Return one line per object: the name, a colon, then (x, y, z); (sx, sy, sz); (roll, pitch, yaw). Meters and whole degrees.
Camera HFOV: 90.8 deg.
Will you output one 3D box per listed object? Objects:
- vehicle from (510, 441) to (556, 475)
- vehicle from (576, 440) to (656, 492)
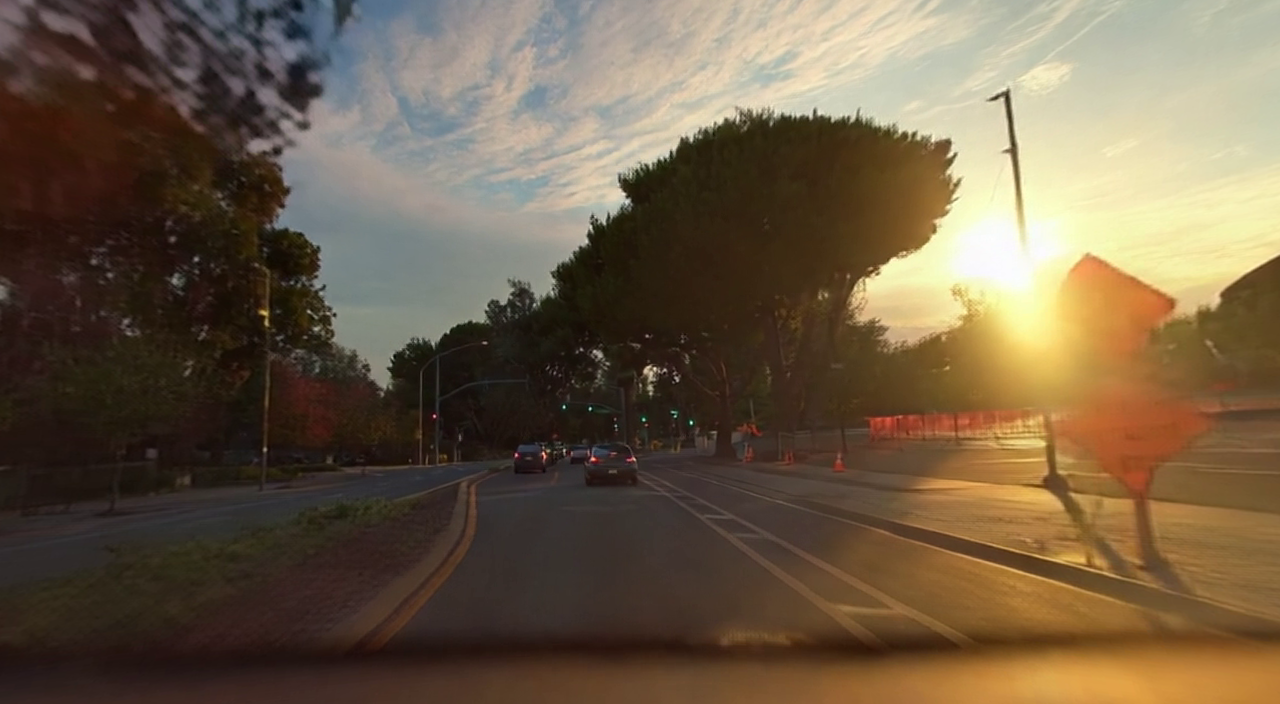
vehicle: (-5.672, 5.664, 34.045); (2.077, 1.665, 4.206); (1, -9, -5)
vehicle: (-0.943, 3.734, 21.121); (2.266, 1.508, 4.430); (1, -9, -7)
